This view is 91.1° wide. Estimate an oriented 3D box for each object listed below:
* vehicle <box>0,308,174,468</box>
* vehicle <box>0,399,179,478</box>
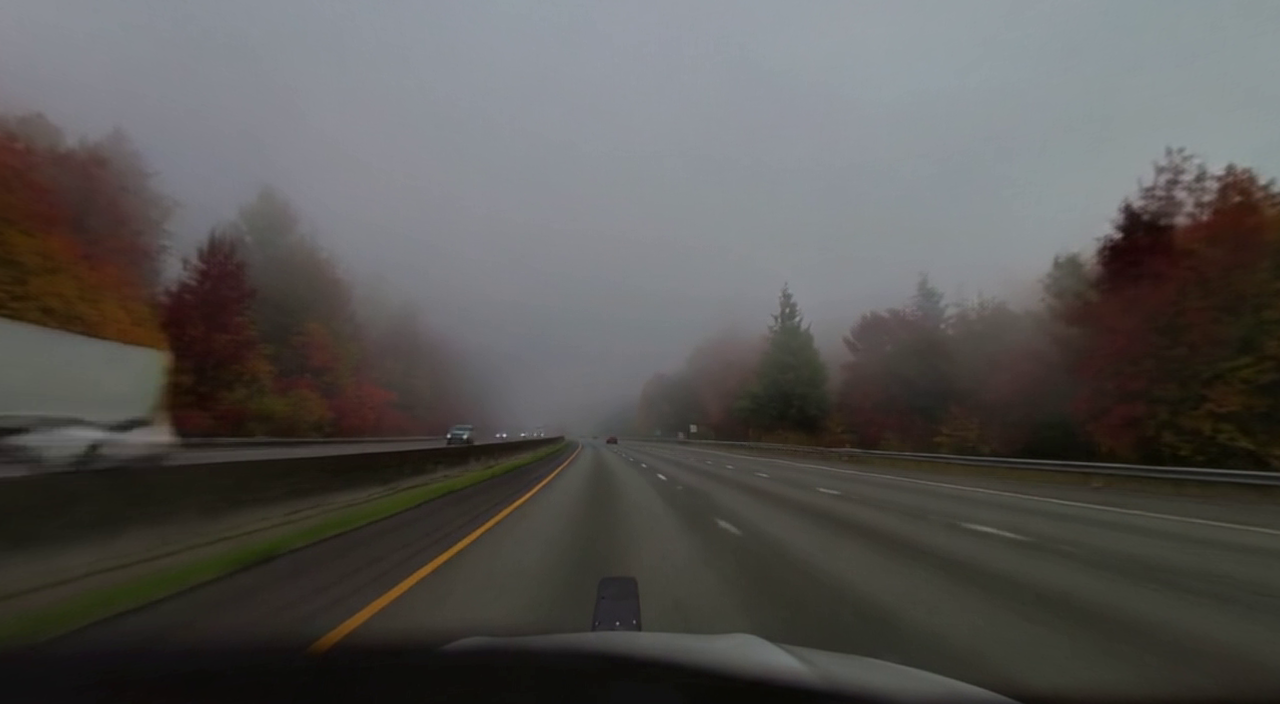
[{"bbox_3d":[-18.031,0.834,15.477,2.967,4.106,14.224,0,-8,-3],"label":"vehicle"},{"bbox_3d":[-13.507,2.018,14.749,1.926,1.561,4.710,0,-8,-2],"label":"vehicle"}]
